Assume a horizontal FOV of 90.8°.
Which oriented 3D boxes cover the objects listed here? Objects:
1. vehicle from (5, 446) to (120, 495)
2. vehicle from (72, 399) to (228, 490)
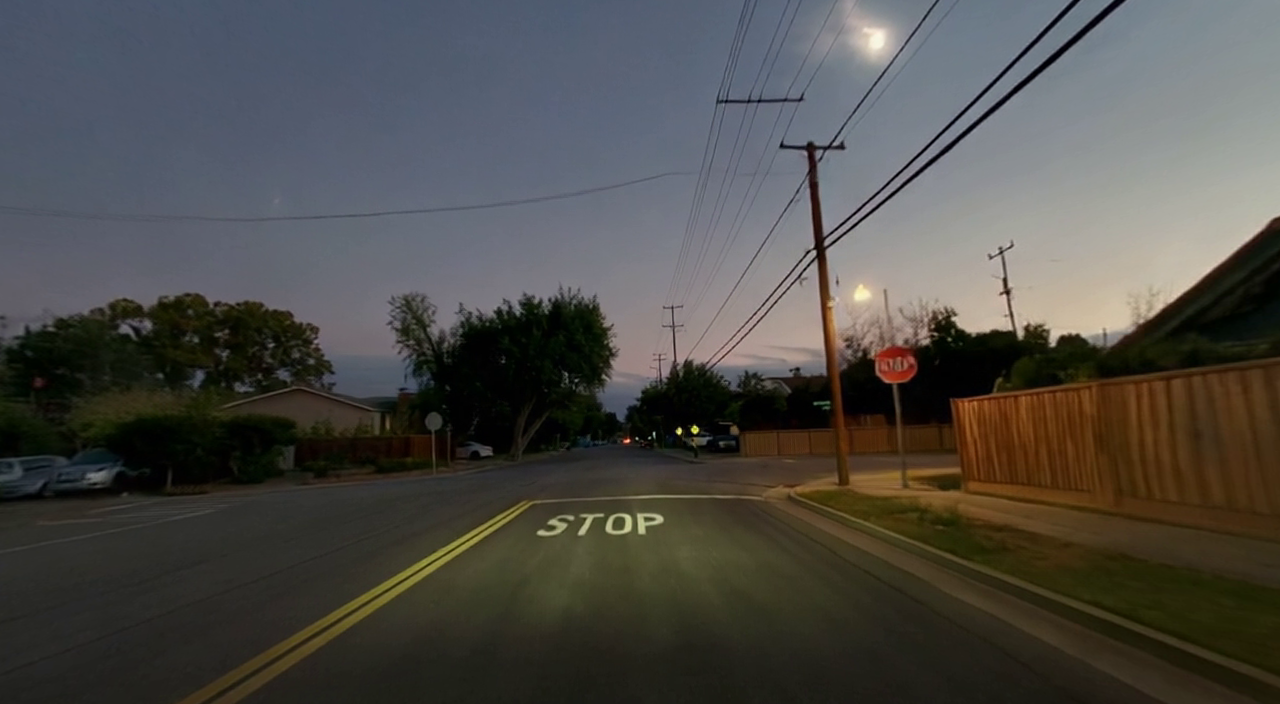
[{"bbox_3d":[-23.667,4.821,26.119,2.083,1.802,4.455,4,-9,-24],"label":"vehicle"},{"bbox_3d":[-20.187,4.113,26.787,2.842,3.181,8.576,5,-12,-22],"label":"vehicle"}]
